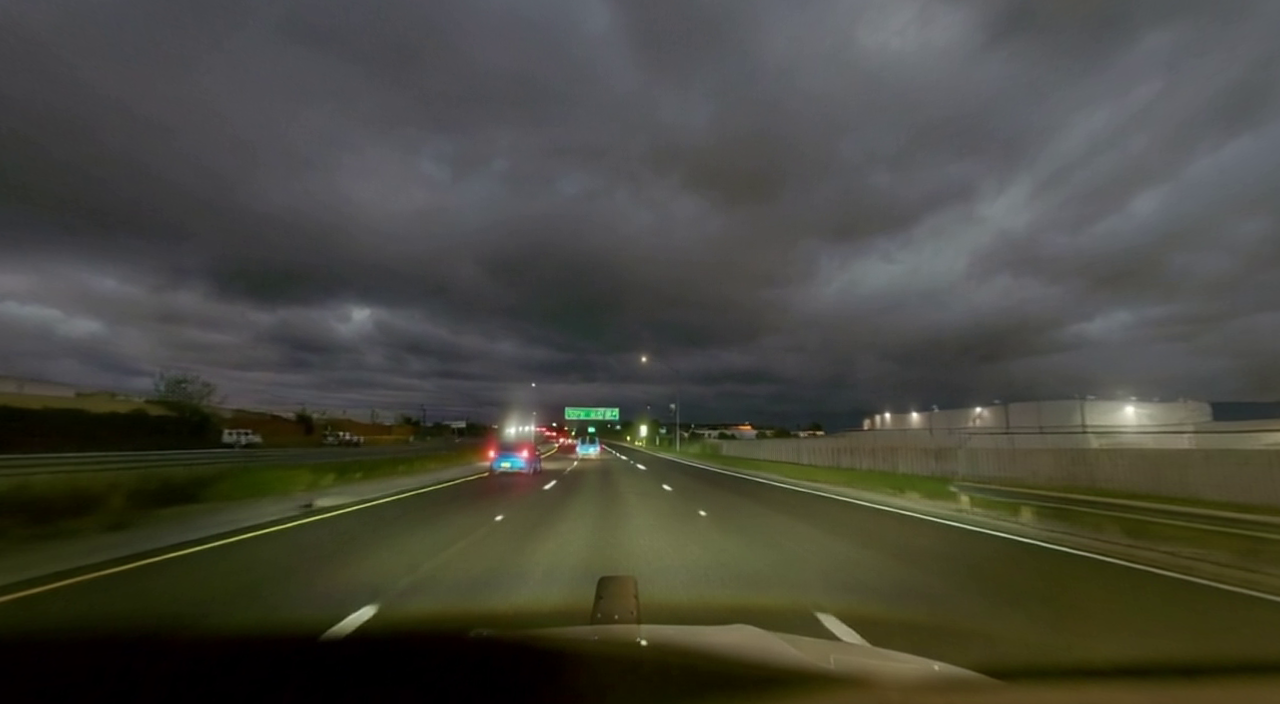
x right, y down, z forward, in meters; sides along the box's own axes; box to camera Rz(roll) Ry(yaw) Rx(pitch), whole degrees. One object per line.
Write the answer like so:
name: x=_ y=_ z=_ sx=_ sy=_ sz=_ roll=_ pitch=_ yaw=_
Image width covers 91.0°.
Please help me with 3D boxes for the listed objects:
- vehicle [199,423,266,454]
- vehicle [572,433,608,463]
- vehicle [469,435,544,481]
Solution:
vehicle: x=-31.488 y=6.672 z=48.868 sx=2.173 sy=2.174 sz=5.446 roll=4 pitch=-8 yaw=-9
vehicle: x=-3.370 y=6.553 z=43.236 sx=2.260 sy=1.901 sz=4.665 roll=0 pitch=-8 yaw=-2
vehicle: x=-4.893 y=3.936 z=23.719 sx=2.045 sy=1.547 sz=4.162 roll=0 pitch=-8 yaw=-2
